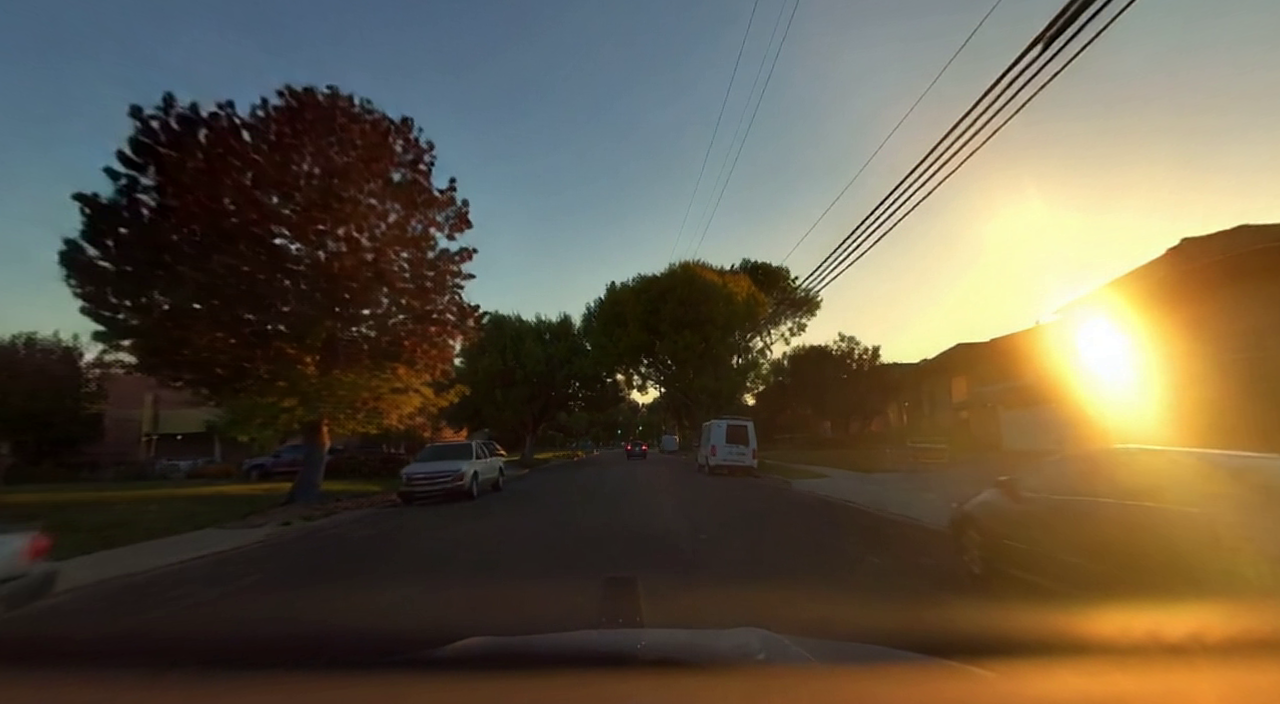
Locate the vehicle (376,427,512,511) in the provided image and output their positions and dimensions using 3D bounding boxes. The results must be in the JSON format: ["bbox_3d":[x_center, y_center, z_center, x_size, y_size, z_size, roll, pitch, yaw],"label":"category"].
[{"bbox_3d":[-5.895,3.497,19.966,2.284,2.119,5.984,-3,-7,1],"label":"vehicle"}]

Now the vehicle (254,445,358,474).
[{"bbox_3d":[-19.968,6.419,37.982,5.310,1.547,1.820,3,-9,-26],"label":"vehicle"}]

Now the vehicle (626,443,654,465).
[{"bbox_3d":[-0.003,7.790,48.420,2.062,1.509,4.305,0,-8,0],"label":"vehicle"}]

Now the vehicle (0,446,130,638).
[{"bbox_3d":[-5.983,1.354,3.274,2.094,1.433,5.740,-3,-7,-2],"label":"vehicle"}]

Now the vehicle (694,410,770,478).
[{"bbox_3d":[4.068,4.238,29.127,2.384,2.791,5.899,0,-8,-2],"label":"vehicle"}]

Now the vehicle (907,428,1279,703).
[{"bbox_3d":[4.040,1.331,4.856,1.879,1.395,4.374,0,-8,-3],"label":"vehicle"}]
